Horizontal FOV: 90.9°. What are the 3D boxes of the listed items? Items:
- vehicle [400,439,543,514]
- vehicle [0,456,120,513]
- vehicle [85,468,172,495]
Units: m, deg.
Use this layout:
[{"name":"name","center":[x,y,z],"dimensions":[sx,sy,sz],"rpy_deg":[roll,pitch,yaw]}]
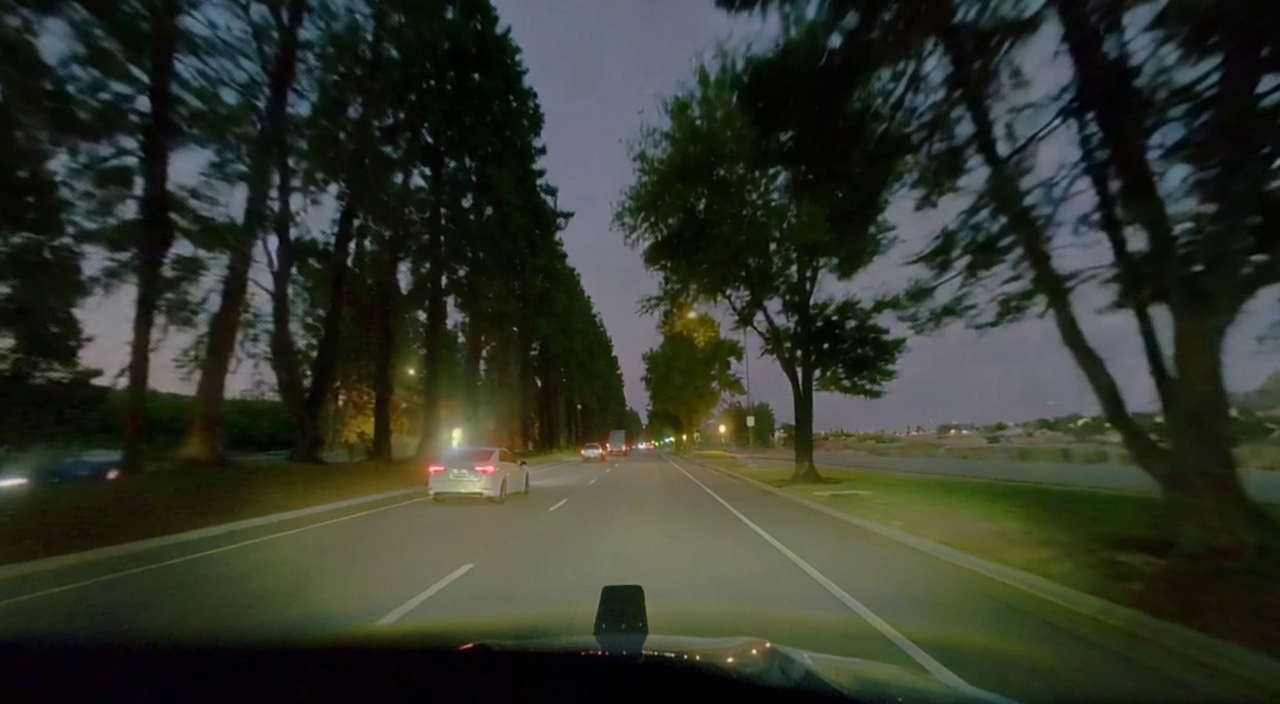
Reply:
[{"name":"vehicle","center":[-3.728,2.842,14.899],"dimensions":[2.033,1.454,4.512],"rpy_deg":[-1,-9,2]},{"name":"vehicle","center":[-18.188,3.870,18.650],"dimensions":[1.839,1.458,4.402],"rpy_deg":[-1,-9,0]},{"name":"vehicle","center":[-31.739,8.002,39.279],"dimensions":[1.692,1.390,4.342],"rpy_deg":[-1,-8,3]}]
